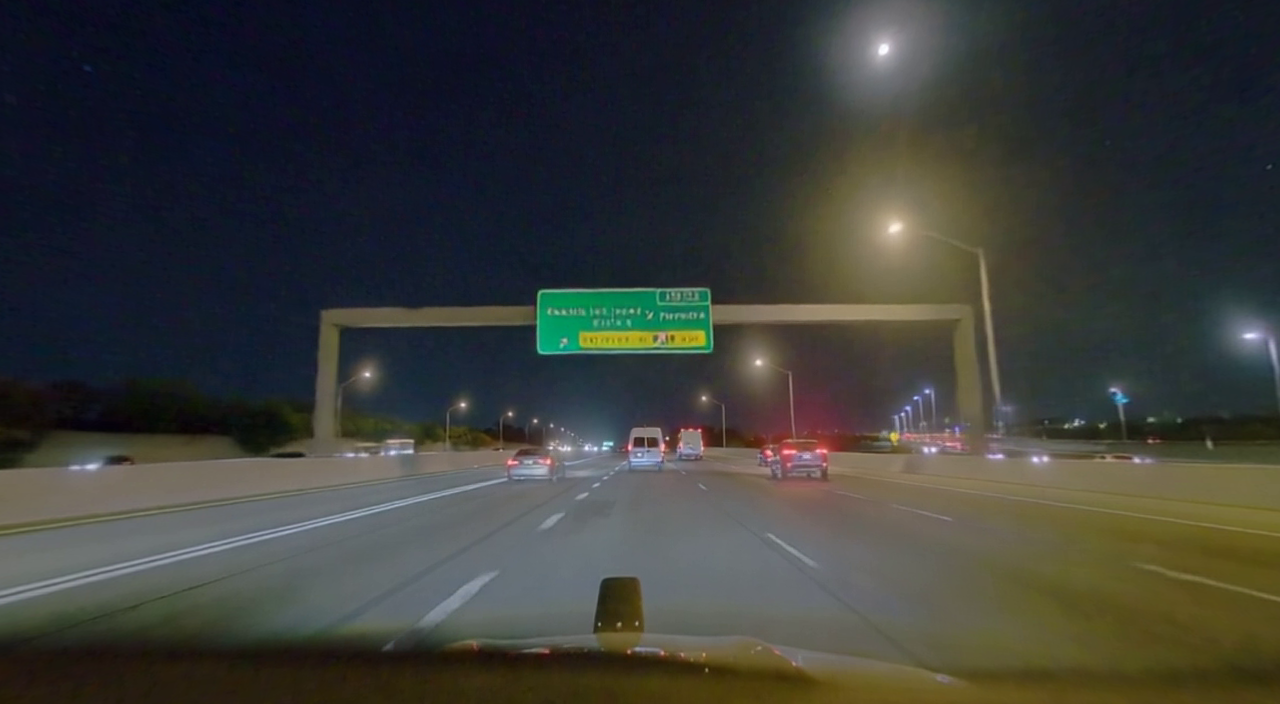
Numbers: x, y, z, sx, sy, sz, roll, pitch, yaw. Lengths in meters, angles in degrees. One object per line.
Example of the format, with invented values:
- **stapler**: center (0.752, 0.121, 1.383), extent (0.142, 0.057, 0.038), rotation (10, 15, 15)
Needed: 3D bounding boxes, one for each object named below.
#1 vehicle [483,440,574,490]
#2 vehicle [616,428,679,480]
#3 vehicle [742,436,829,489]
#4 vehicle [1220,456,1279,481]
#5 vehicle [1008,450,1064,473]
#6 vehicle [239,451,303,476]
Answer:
- **vehicle**: center (-3.750, 3.914, 22.160), extent (2.173, 1.542, 4.781), rotation (0, -8, 2)
- **vehicle**: center (0.319, 4.471, 27.757), extent (2.509, 2.062, 4.639), rotation (0, -9, 0)
- **vehicle**: center (5.009, 3.869, 22.379), extent (2.146, 1.678, 4.489), rotation (0, -8, 1)
- **vehicle**: center (42.976, 7.949, 43.159), extent (4.217, 1.445, 1.810), rotation (-5, -8, 12)
- **vehicle**: center (30.864, 8.516, 49.238), extent (2.039, 1.718, 4.674), rotation (-1, -9, 10)
- **vehicle**: center (-22.868, 6.895, 39.156), extent (1.640, 1.464, 3.687), rotation (0, -9, 2)
